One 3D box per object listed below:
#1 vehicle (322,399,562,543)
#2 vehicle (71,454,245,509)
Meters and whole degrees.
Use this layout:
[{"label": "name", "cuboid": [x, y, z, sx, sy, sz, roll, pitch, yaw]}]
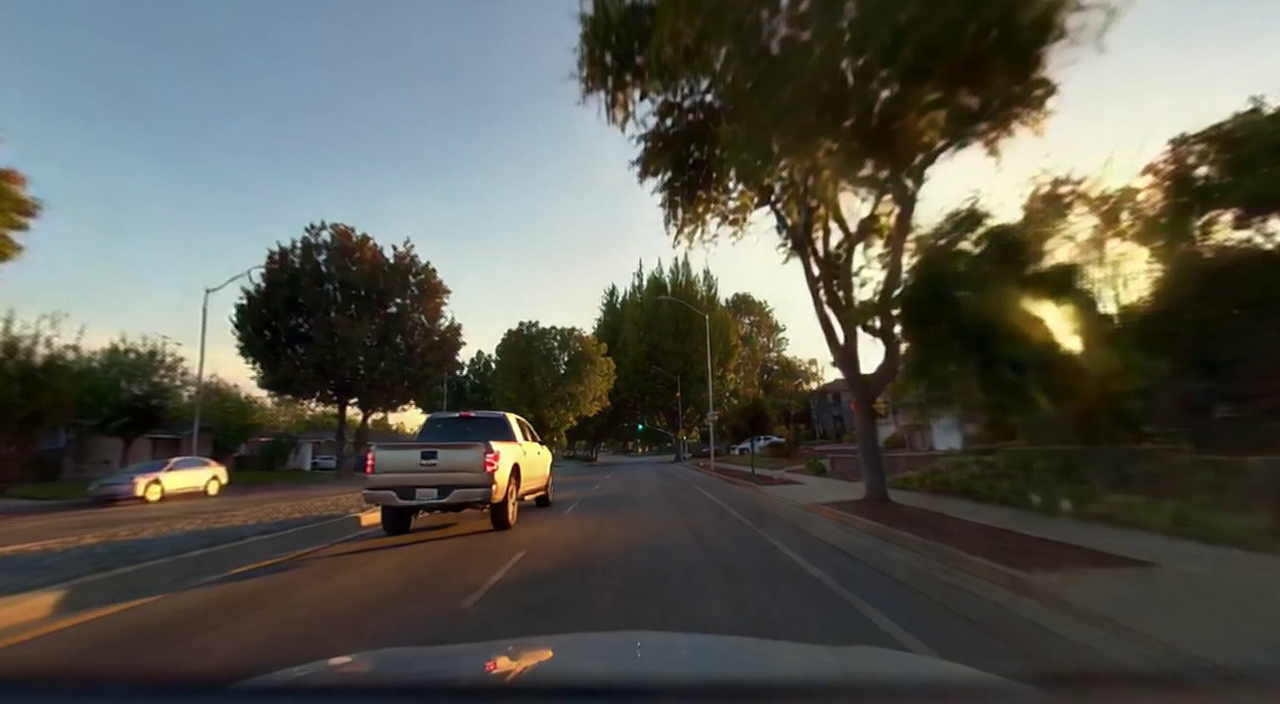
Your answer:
[{"label": "vehicle", "cuboid": [-3.140, 2.109, 11.856, 2.508, 2.001, 5.880, -1, -9, 1]}, {"label": "vehicle", "cuboid": [-15.011, 4.022, 20.060, 1.991, 1.466, 4.370, -1, -9, 2]}]
